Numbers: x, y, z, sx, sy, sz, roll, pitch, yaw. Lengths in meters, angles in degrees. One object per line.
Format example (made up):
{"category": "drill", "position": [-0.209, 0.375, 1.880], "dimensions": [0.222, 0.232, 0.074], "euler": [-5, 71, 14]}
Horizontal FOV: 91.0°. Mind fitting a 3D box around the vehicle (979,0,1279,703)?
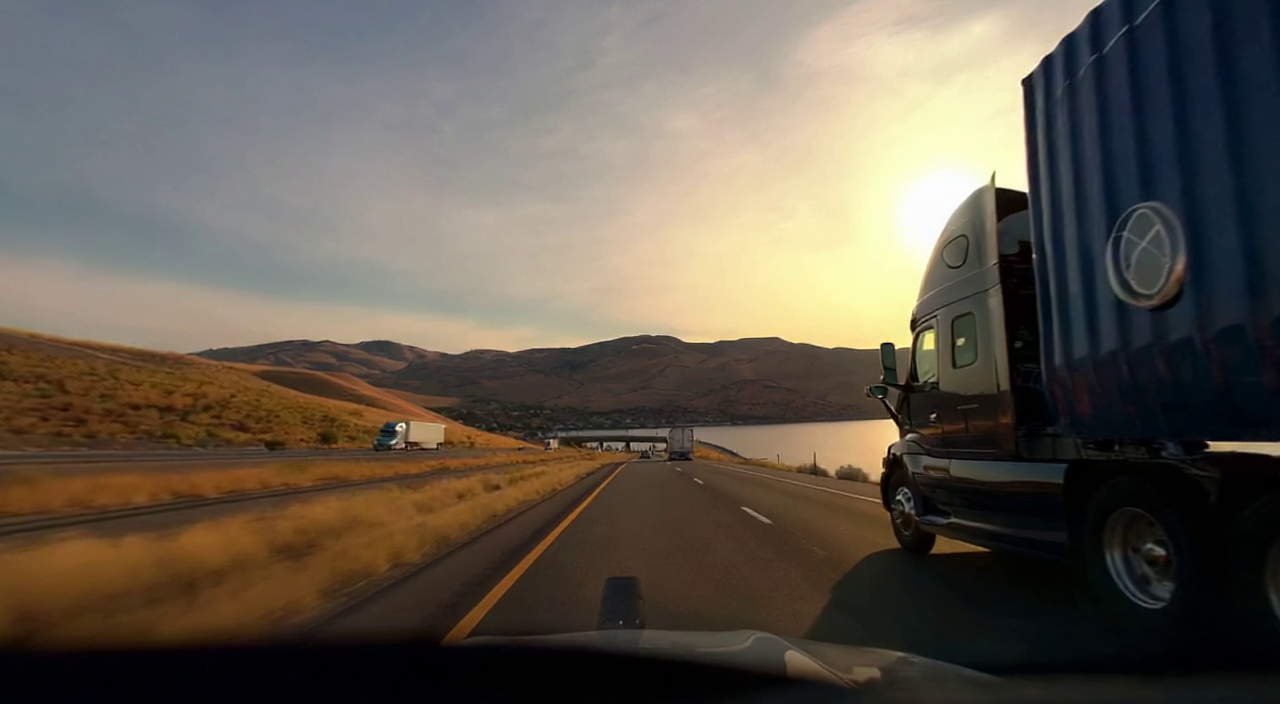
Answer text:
{"category": "vehicle", "position": [4.396, -0.613, 0.836], "dimensions": [3.062, 4.050, 9.094], "euler": [0, -9, 3]}
